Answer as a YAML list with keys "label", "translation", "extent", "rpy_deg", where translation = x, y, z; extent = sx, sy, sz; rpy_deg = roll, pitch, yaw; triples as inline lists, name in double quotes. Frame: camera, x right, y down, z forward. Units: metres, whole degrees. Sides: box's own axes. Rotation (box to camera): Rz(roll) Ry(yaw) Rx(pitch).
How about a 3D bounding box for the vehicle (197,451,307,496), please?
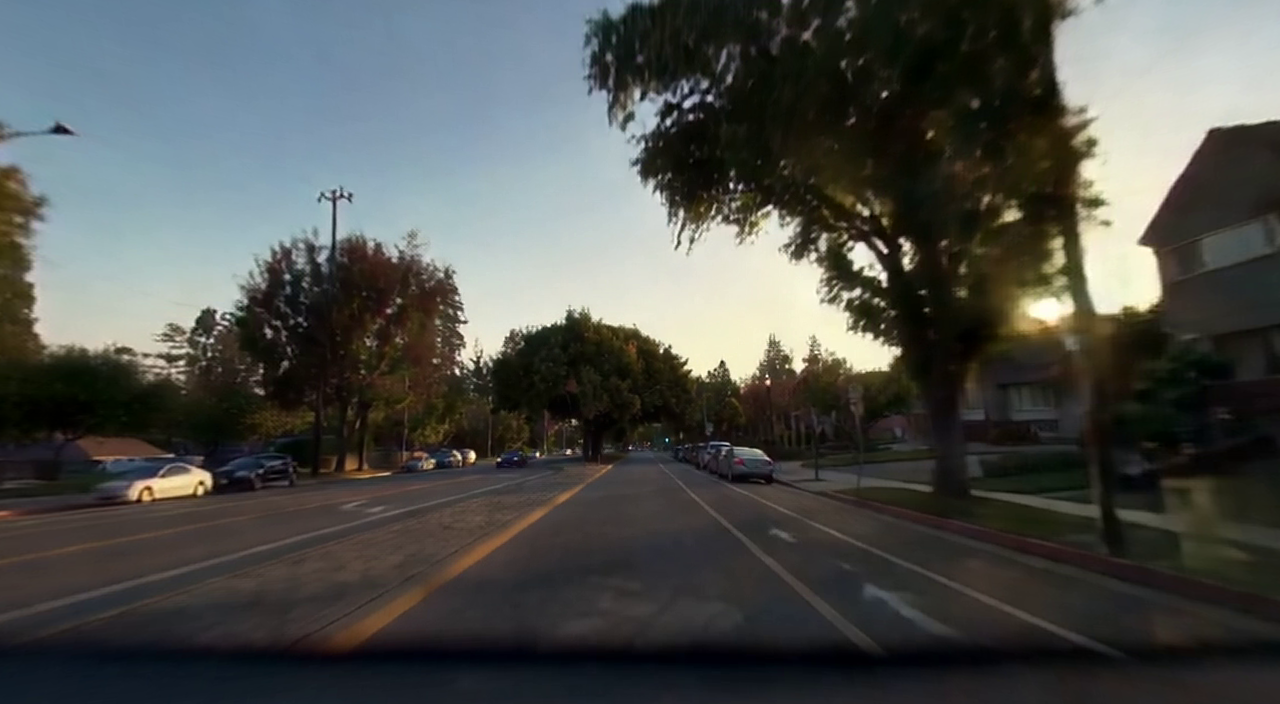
- label: "vehicle"
  translation: [-17.838, 5.557, 29.380]
  extent: [2.105, 1.734, 4.673]
  rpy_deg: [-3, -8, 1]

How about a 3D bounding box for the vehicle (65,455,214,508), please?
- label: "vehicle"
  translation: [-17.793, 4.573, 22.789]
  extent: [1.896, 1.661, 4.191]
  rpy_deg: [0, -9, 0]

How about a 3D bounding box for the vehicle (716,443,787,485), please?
- label: "vehicle"
  translation: [4.410, 4.505, 25.760]
  extent: [1.927, 1.523, 4.668]
  rpy_deg: [0, -9, -1]
